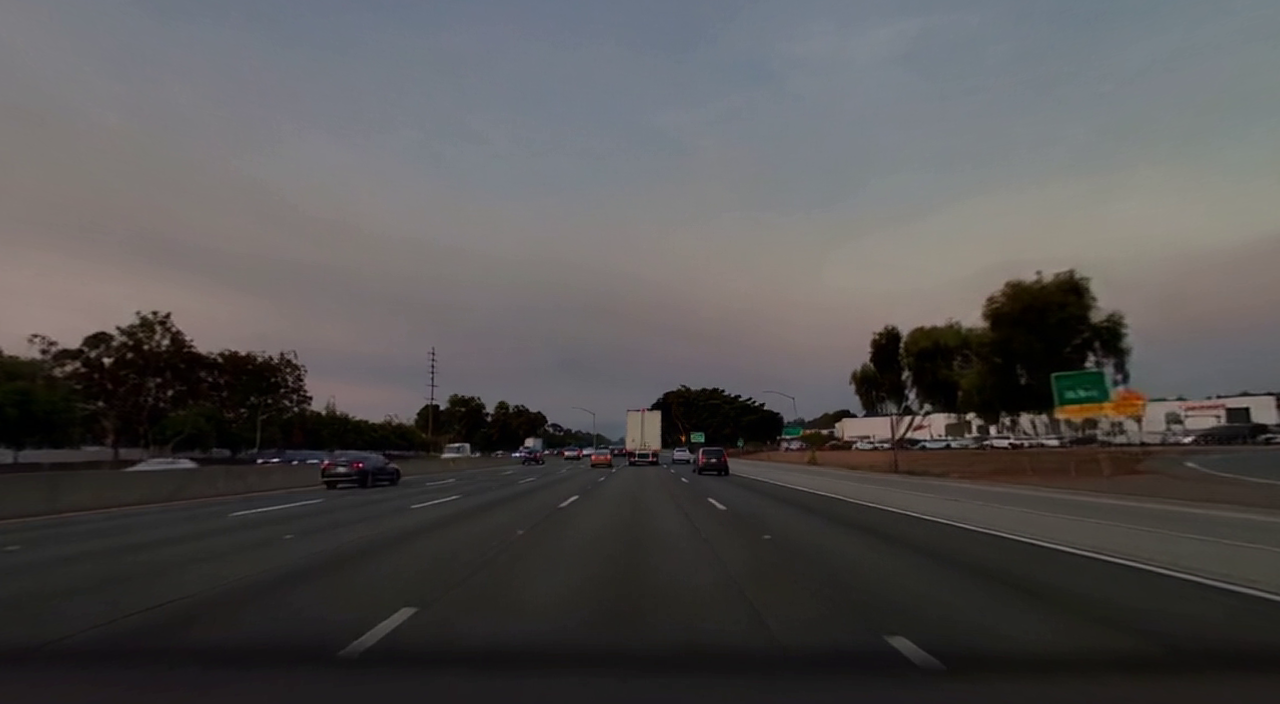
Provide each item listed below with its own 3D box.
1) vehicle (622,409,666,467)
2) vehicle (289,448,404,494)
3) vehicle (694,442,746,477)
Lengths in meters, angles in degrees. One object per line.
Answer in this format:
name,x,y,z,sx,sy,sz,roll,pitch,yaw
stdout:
vehicle,0.440,6.661,47.991,3.012,3.928,10.262,0,-9,2
vehicle,-10.678,4.327,23.332,2.015,1.521,4.550,0,-9,1
vehicle,4.064,5.562,32.762,2.107,1.707,4.445,0,-9,0
